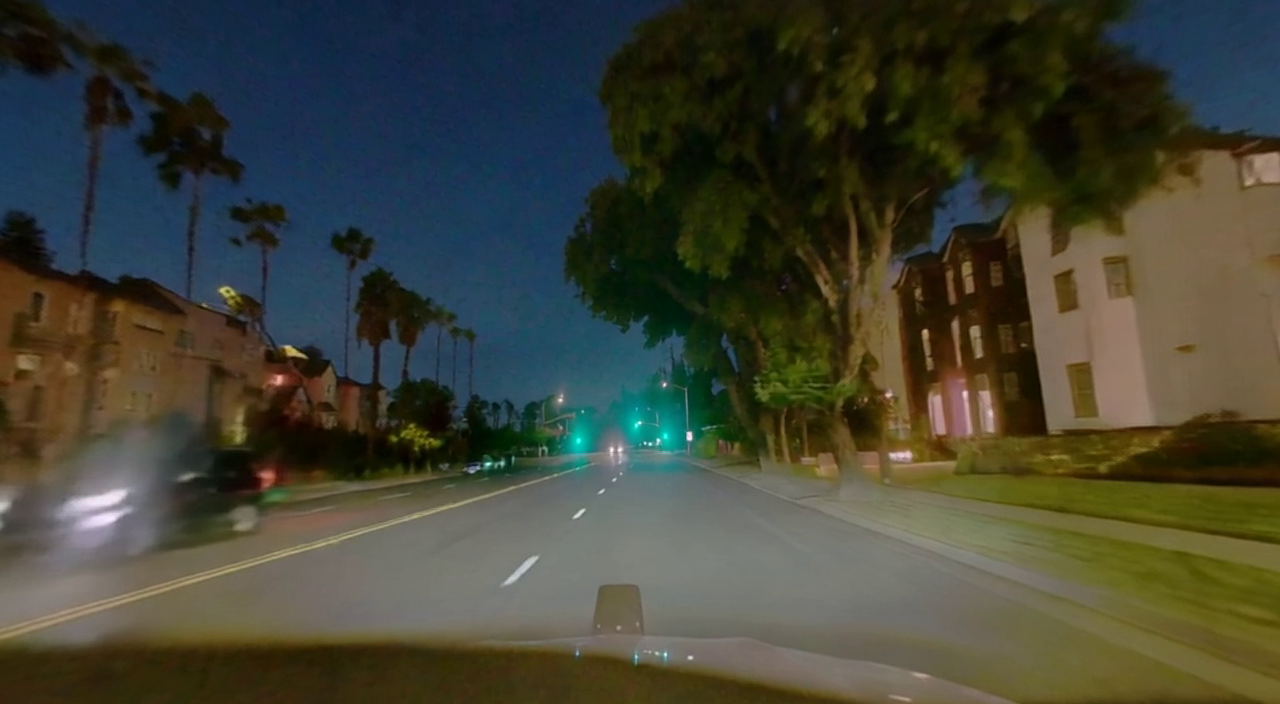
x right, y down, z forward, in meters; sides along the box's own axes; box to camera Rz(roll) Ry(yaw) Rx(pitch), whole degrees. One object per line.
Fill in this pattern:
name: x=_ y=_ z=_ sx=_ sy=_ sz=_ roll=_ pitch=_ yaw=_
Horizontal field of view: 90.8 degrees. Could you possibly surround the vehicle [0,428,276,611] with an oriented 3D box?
vehicle: x=-7.326 y=1.992 z=8.543 sx=1.992 sy=1.802 sz=4.602 roll=0 pitch=-8 yaw=1
